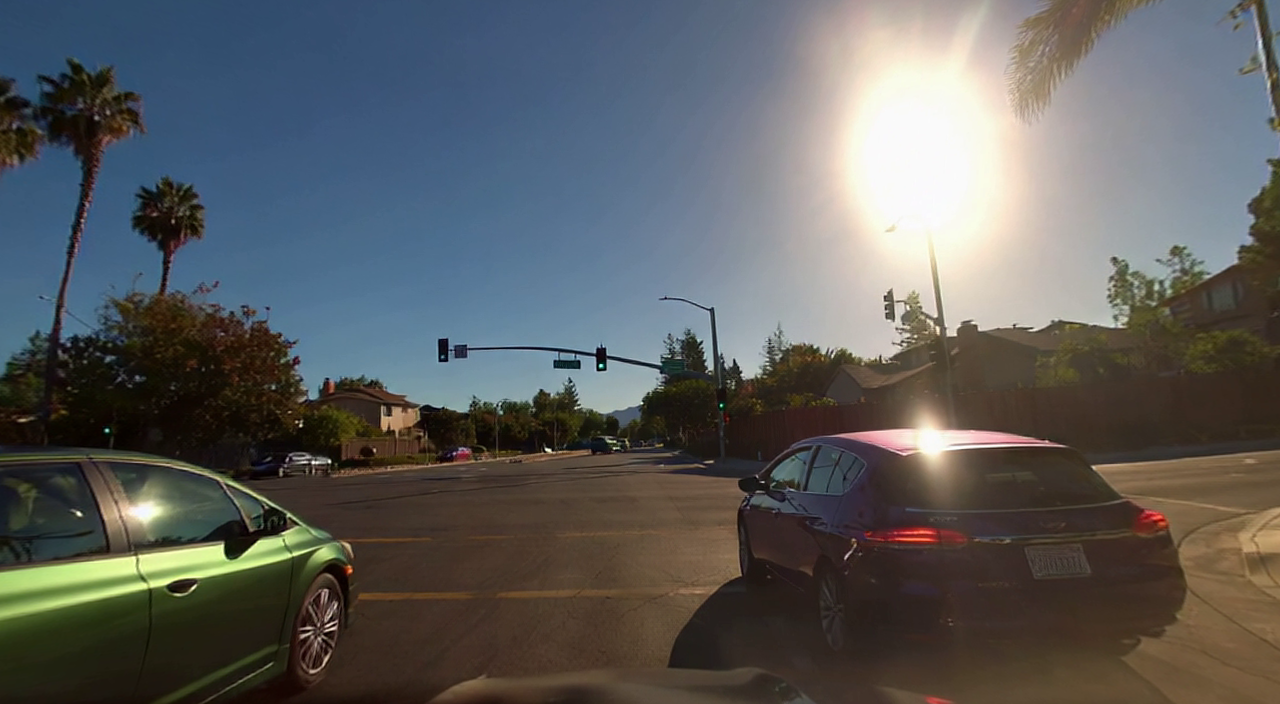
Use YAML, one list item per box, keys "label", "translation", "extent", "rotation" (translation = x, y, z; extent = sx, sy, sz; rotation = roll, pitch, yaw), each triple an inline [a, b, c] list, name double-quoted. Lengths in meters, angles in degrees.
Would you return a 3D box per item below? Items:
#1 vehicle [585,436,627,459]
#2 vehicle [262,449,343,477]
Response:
- label: "vehicle"
  translation: [-2.358, 6.854, 45.468]
  extent: [2.083, 1.541, 4.777]
  rotation: [-2, -9, 9]
- label: "vehicle"
  translation: [-20.005, 6.541, 37.676]
  extent: [2.084, 1.528, 4.778]
  rotation: [-1, -9, 2]
